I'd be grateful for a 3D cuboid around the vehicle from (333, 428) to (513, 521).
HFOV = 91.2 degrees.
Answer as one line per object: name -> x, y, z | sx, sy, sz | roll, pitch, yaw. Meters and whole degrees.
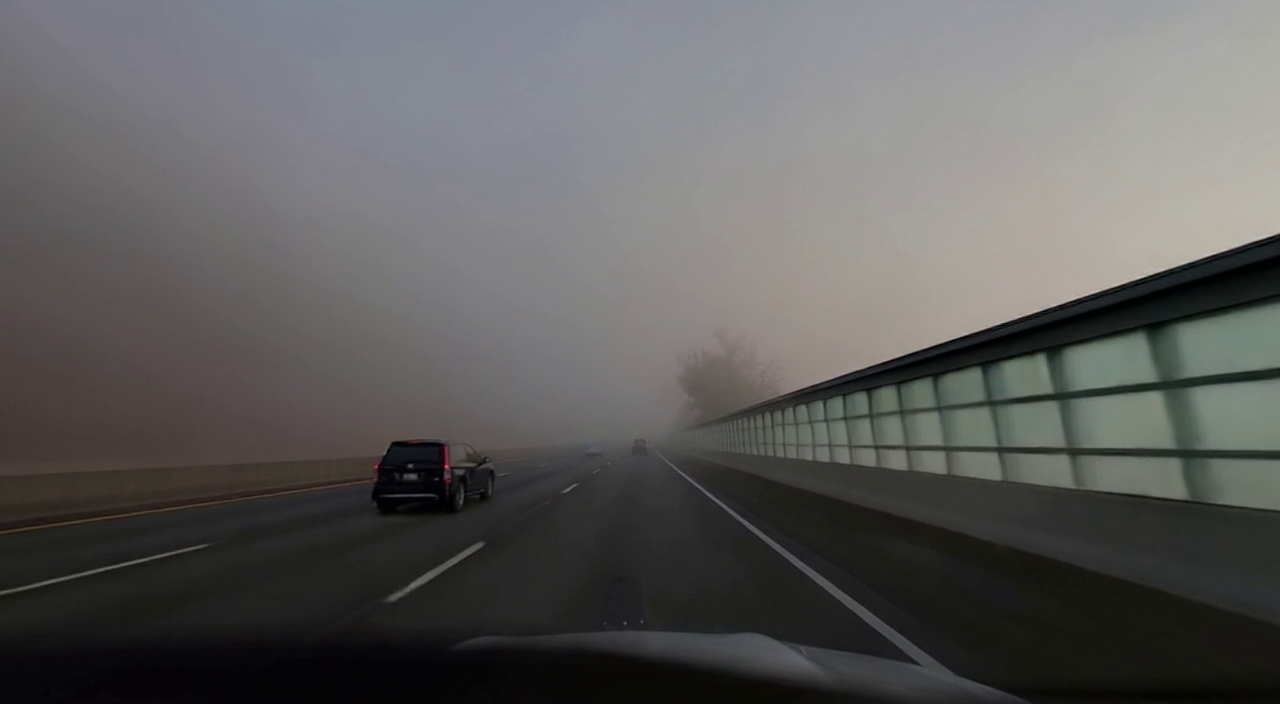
vehicle -> -4.055, 2.360, 12.644 | 2.059, 1.541, 4.296 | 0, -8, 0
